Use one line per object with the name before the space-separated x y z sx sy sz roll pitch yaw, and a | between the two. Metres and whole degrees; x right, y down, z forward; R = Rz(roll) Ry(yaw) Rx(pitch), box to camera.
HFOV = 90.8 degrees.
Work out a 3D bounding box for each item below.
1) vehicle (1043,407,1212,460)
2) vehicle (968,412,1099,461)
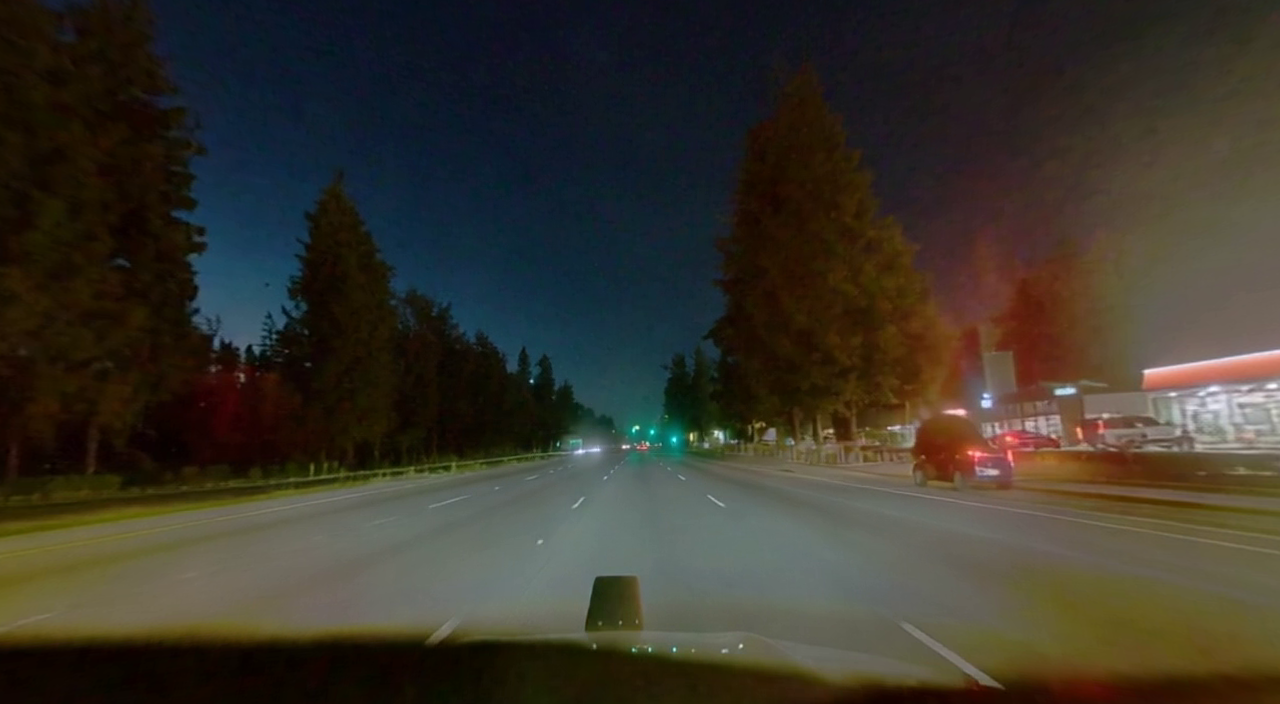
vehicle | 26.484 4.485 34.554 7.147 2.712 2.343 0 -8 1
vehicle | 26.306 5.657 42.474 6.937 2.503 2.325 -6 -8 2
